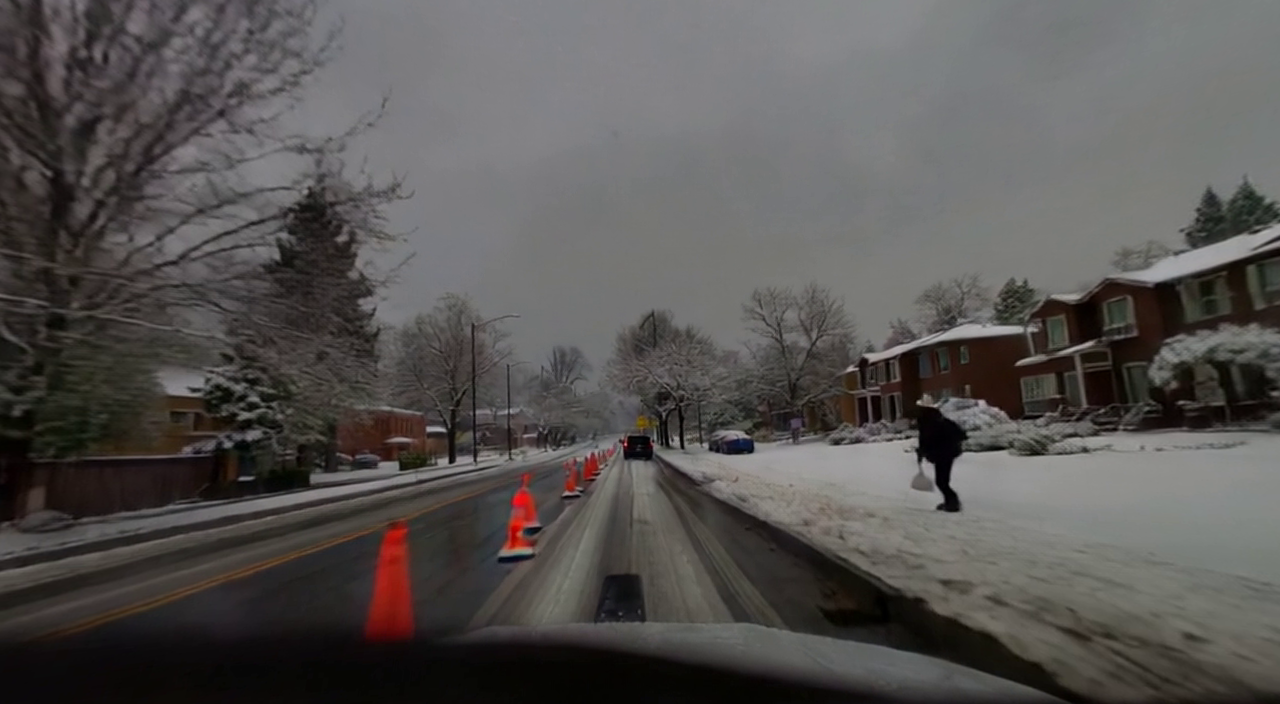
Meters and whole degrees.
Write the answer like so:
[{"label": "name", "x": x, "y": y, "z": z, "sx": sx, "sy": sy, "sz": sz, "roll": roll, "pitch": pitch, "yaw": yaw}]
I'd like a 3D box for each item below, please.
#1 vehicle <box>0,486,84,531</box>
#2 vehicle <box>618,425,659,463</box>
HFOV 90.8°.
[{"label": "vehicle", "x": -25.423, "y": 6.371, "z": 25.930, "sx": 4.314, "sy": 1.583, "sz": 1.779, "roll": -4, "pitch": -10, "yaw": 18}, {"label": "vehicle", "x": -0.156, "y": 5.338, "z": 36.595, "sx": 2.169, "sy": 2.015, "sz": 5.206, "roll": 0, "pitch": -9, "yaw": -2}]
